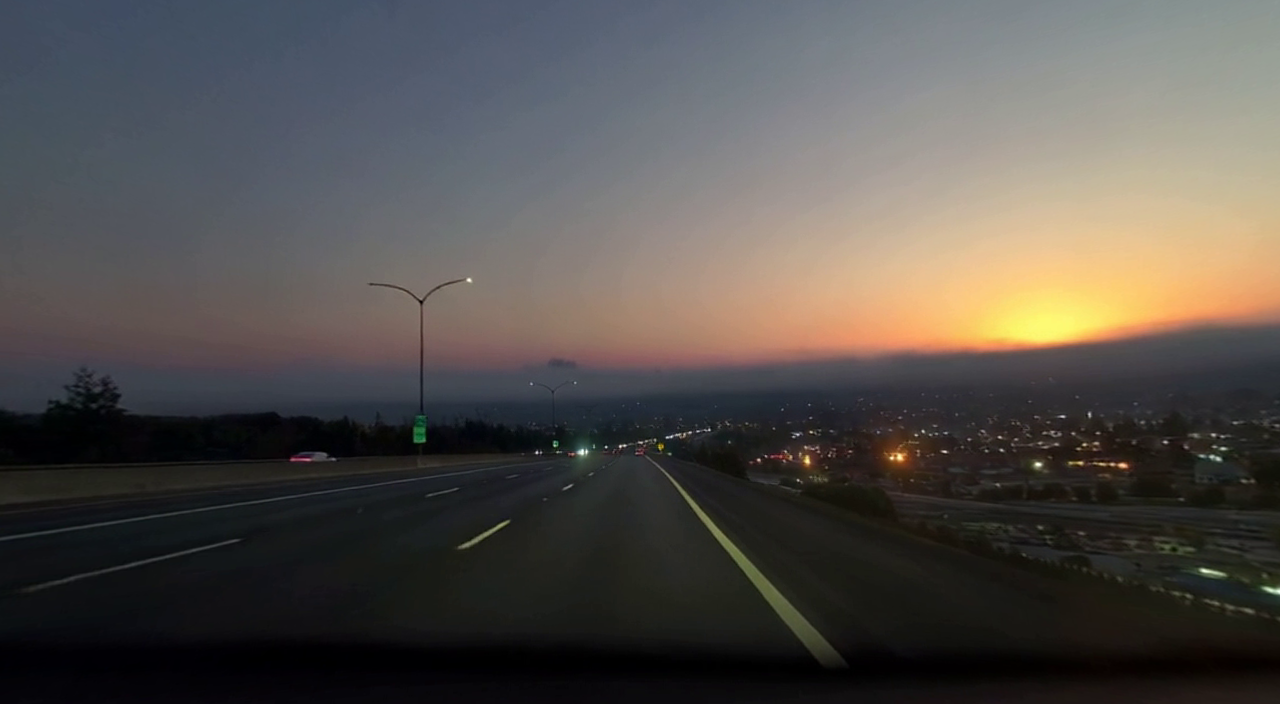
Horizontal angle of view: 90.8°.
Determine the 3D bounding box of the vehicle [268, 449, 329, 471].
[{"bbox_3d":[-26.327,8.345,48.888,1.923,1.563,4.762,0,-9,1],"label":"vehicle"}]
